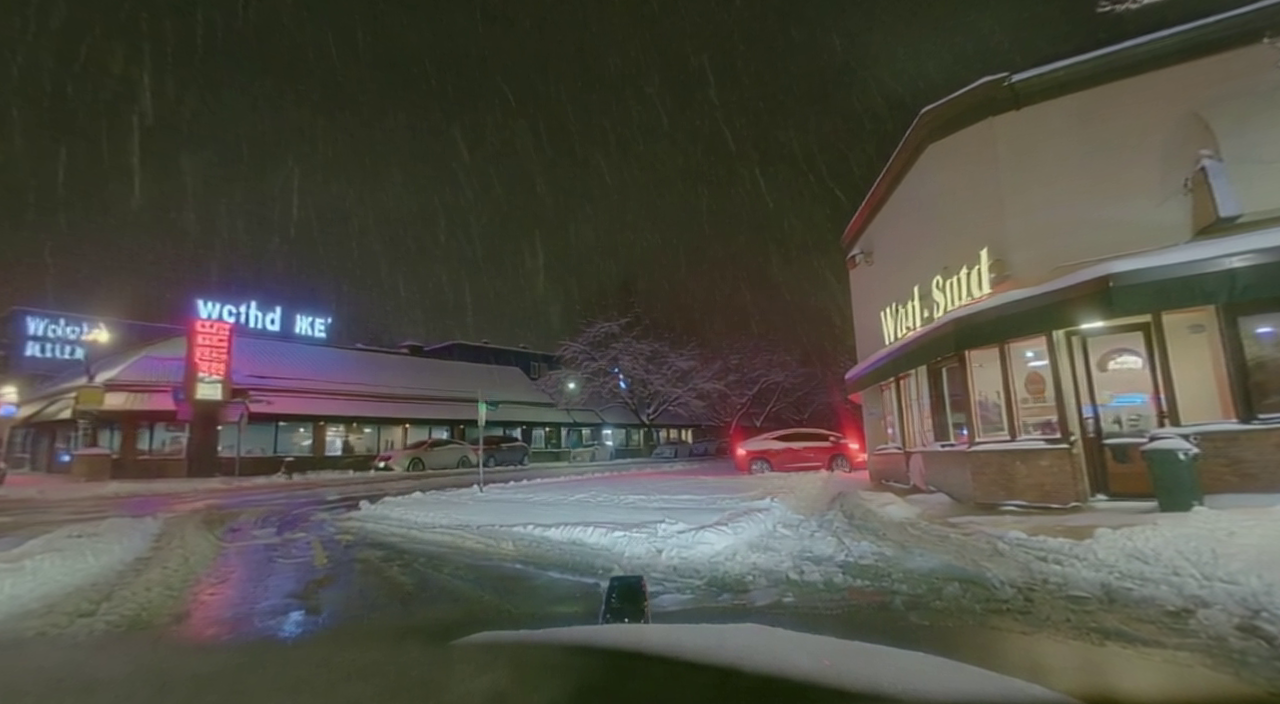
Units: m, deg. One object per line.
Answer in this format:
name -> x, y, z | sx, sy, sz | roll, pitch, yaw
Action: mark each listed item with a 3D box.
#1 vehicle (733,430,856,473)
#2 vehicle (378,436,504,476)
vehicle -> 6.527, 4.183, 26.613 | 4.706, 1.663, 1.993 | -4, -9, 24
vehicle -> -8.524, 4.451, 27.163 | 4.814, 1.618, 1.869 | -2, -9, 10
